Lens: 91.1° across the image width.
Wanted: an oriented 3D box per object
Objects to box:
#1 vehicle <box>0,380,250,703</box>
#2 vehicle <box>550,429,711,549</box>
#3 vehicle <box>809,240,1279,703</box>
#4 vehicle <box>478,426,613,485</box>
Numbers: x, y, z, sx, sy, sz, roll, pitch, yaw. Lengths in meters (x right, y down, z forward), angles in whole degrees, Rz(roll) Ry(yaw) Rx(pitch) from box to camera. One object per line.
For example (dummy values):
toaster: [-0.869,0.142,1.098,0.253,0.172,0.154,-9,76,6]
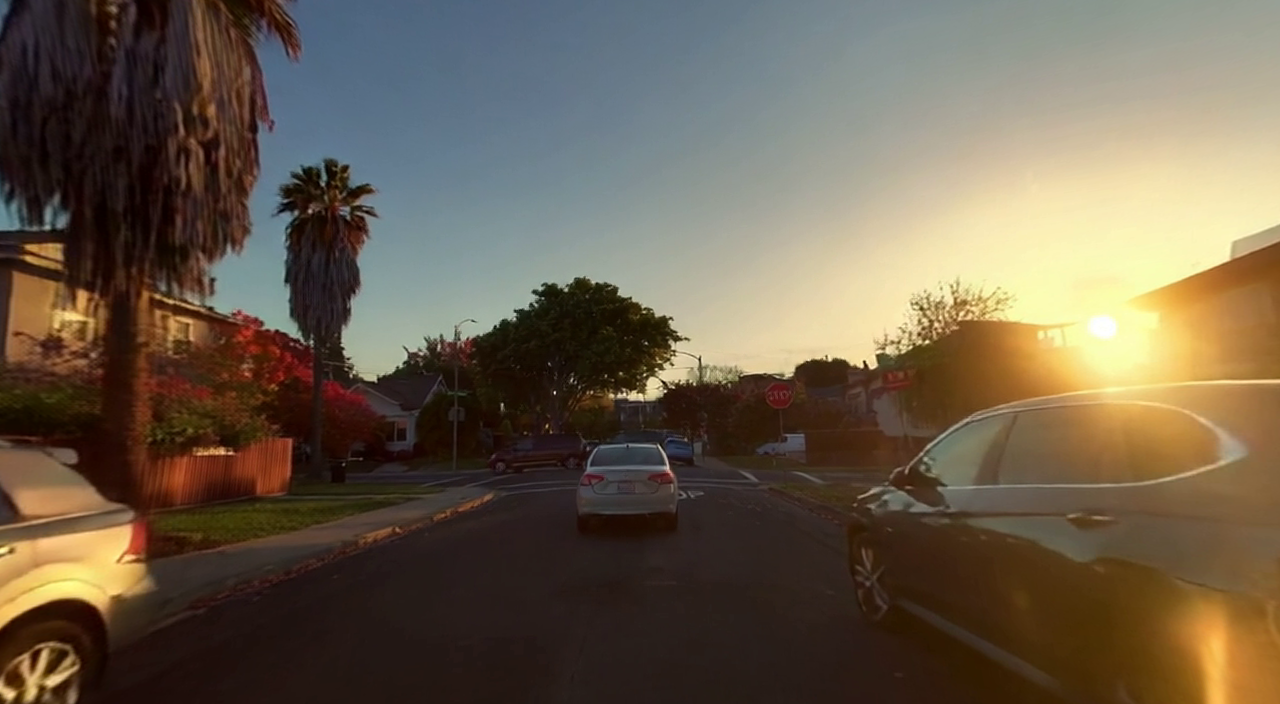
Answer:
vehicle: [-3.385,0.850,1.722,1.965,1.657,4.104,0,-8,0]
vehicle: [-0.119,2.041,10.023,2.010,1.499,4.107,0,-9,0]
vehicle: [2.594,0.921,3.210,2.179,1.813,4.815,0,-8,1]
vehicle: [-4.011,4.148,25.496,2.353,2.057,6.308,7,-11,-41]
